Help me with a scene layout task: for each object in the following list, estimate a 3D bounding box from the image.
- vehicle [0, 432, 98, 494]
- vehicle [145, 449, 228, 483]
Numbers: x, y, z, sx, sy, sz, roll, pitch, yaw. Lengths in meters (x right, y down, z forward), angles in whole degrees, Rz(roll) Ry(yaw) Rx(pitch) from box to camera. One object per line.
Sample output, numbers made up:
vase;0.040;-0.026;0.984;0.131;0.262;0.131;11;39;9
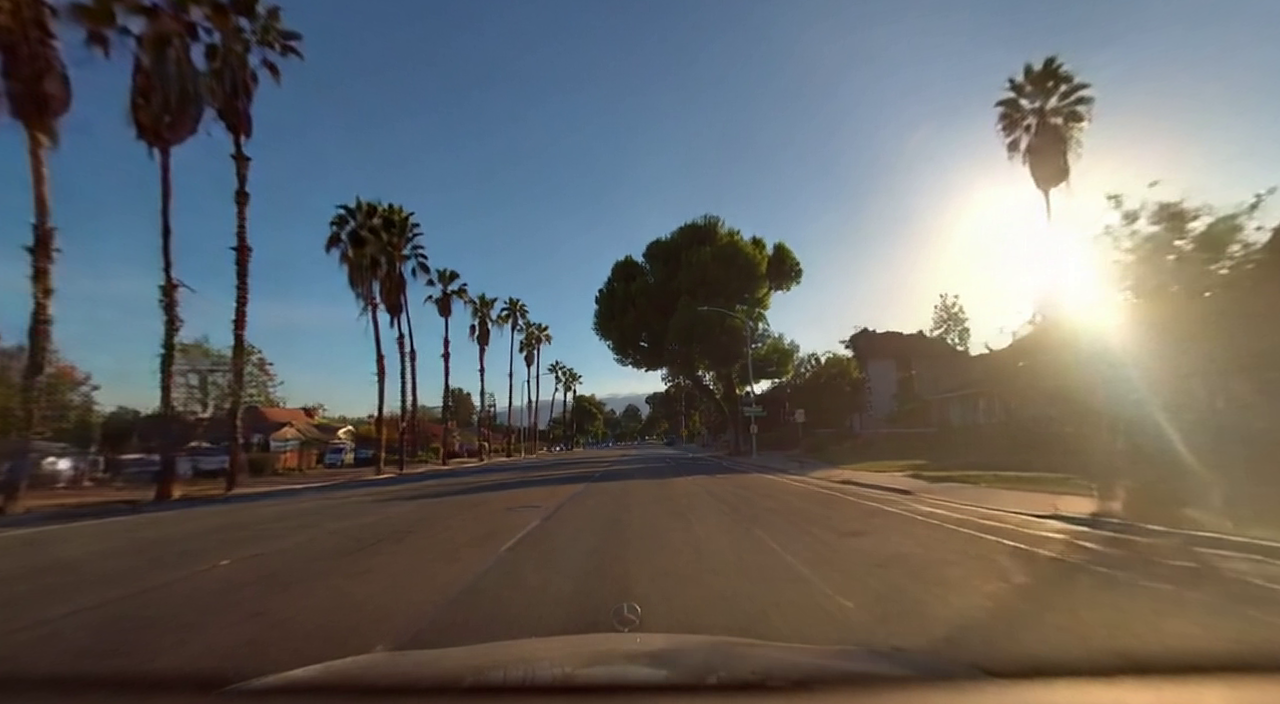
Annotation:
vehicle;-31.565;5.796;33.756;3.668;2.687;5.473;0;-6;-43
vehicle;-26.054;6.564;36.263;4.546;1.479;2.103;-9;-8;28
